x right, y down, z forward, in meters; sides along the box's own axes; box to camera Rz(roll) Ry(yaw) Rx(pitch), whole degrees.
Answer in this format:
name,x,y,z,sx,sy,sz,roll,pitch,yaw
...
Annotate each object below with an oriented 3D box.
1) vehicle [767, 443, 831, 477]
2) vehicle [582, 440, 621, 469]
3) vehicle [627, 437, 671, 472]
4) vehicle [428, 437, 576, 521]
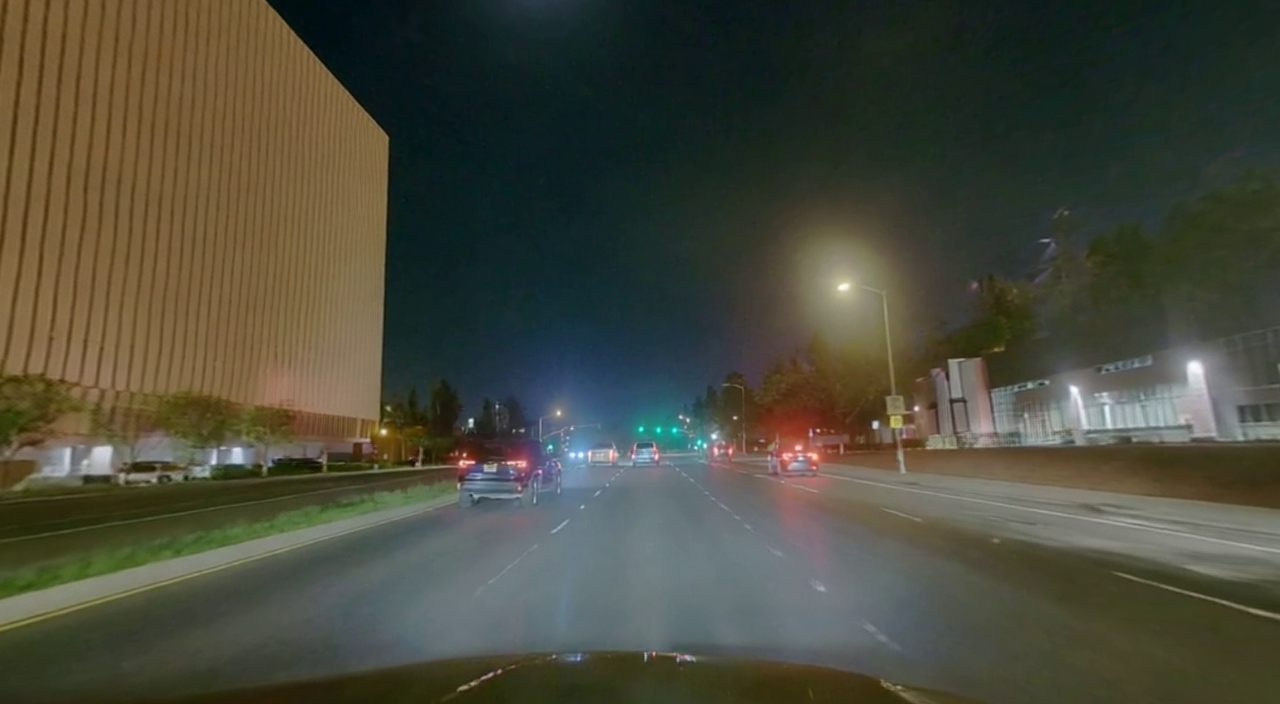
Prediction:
name,x,y,z,sx,sy,sz,roll,pitch,yaw
vehicle,7.286,4.961,29.329,1.884,1.458,4.245,0,-8,0
vehicle,-2.436,6.668,41.223,2.117,1.799,4.442,-1,-8,2
vehicle,0.488,5.743,35.434,2.304,1.795,4.526,-1,-8,1
vehicle,-2.729,2.631,13.649,2.095,1.486,4.411,-1,-8,2
